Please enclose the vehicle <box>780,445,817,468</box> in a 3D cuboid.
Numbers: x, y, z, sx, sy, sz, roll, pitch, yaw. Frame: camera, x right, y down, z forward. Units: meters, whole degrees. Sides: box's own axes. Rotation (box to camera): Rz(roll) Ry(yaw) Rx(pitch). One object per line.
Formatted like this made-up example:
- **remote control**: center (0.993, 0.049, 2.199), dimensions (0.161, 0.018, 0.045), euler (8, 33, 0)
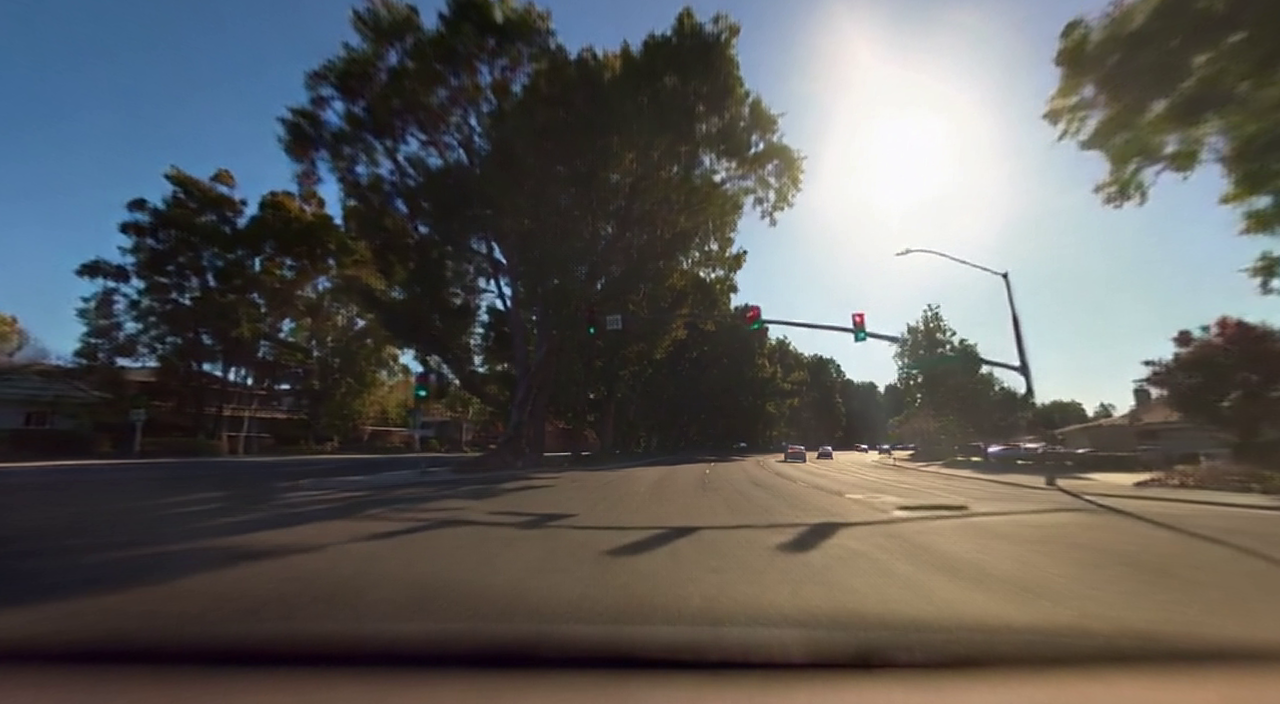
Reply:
- **vehicle**: center (10.740, 7.088, 43.160), dimensions (1.988, 1.460, 3.996), euler (-1, -9, 8)
